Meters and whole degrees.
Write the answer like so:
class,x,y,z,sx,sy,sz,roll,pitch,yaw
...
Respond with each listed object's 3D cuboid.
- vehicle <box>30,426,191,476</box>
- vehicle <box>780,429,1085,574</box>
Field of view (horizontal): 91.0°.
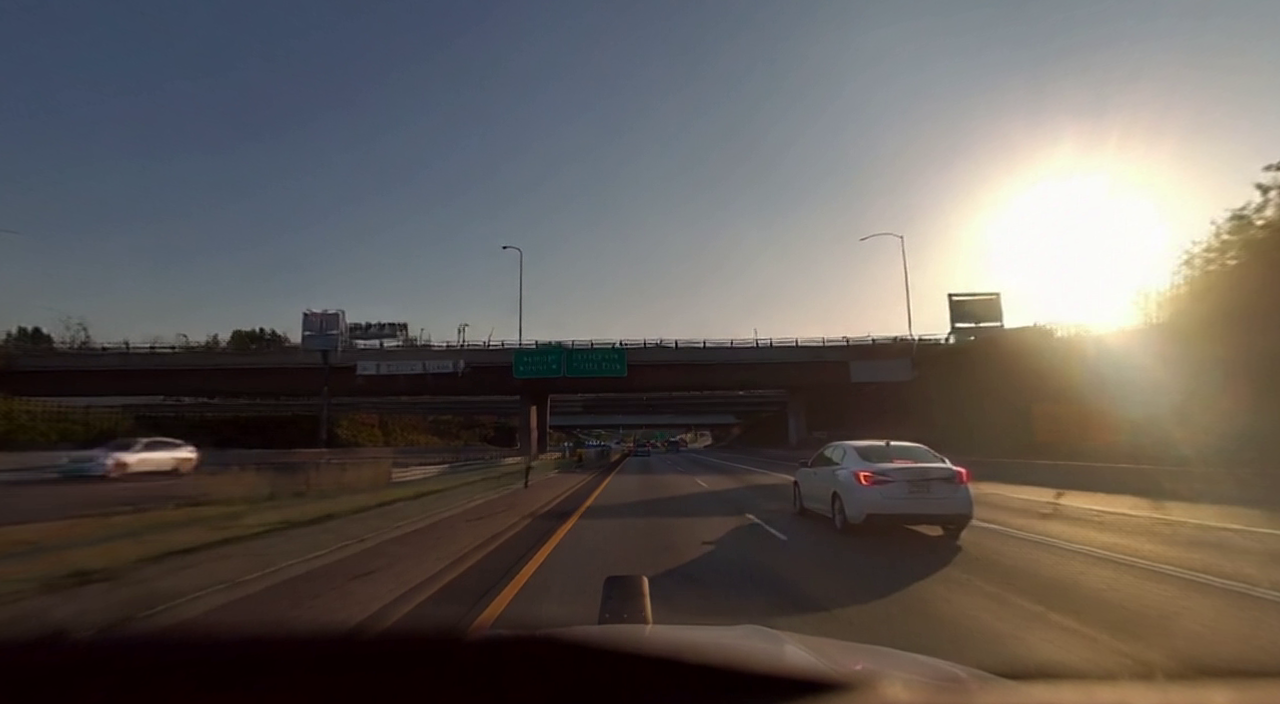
class,x,y,z,sx,sy,sz,roll,pitch,yaw
vehicle,-16.842,3.183,20.325,1.775,1.448,3.844,0,-8,1
vehicle,3.529,1.878,8.802,2.091,1.482,4.522,0,-8,0
